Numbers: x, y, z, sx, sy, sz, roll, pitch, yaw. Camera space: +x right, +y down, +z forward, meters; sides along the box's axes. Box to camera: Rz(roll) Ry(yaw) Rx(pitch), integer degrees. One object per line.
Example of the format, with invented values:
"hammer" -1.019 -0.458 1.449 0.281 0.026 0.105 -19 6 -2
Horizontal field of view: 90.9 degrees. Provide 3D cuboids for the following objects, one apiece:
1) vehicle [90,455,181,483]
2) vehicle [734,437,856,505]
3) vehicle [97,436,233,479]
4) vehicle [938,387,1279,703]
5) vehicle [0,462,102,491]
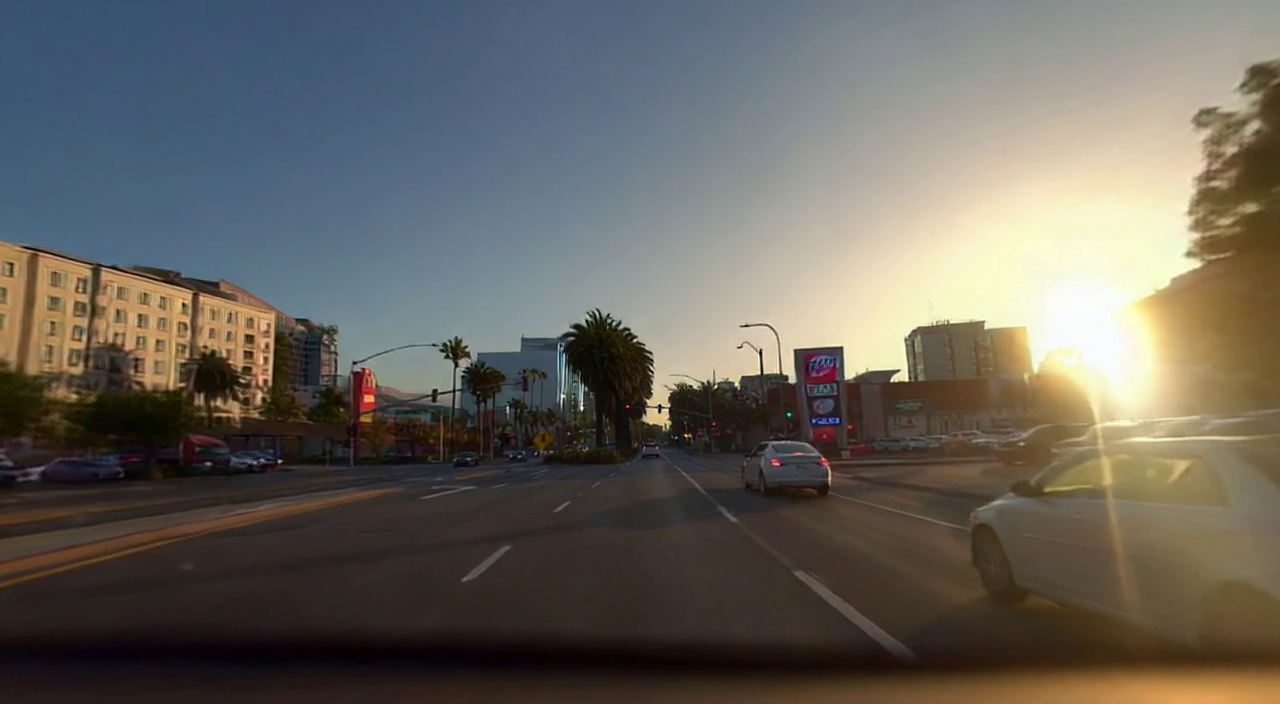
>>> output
"vehicle" -29.486 6.828 37.035 1.966 1.430 4.309 0 -9 -4
"vehicle" 3.732 2.947 16.143 1.870 1.467 4.800 0 -8 0
"vehicle" -30.781 6.839 40.994 7.019 2.687 2.419 -1 -8 4
"vehicle" 3.660 1.055 3.568 1.931 1.534 4.126 0 -8 0
"vehicle" -31.413 6.611 33.645 1.703 1.328 4.065 0 -8 1
